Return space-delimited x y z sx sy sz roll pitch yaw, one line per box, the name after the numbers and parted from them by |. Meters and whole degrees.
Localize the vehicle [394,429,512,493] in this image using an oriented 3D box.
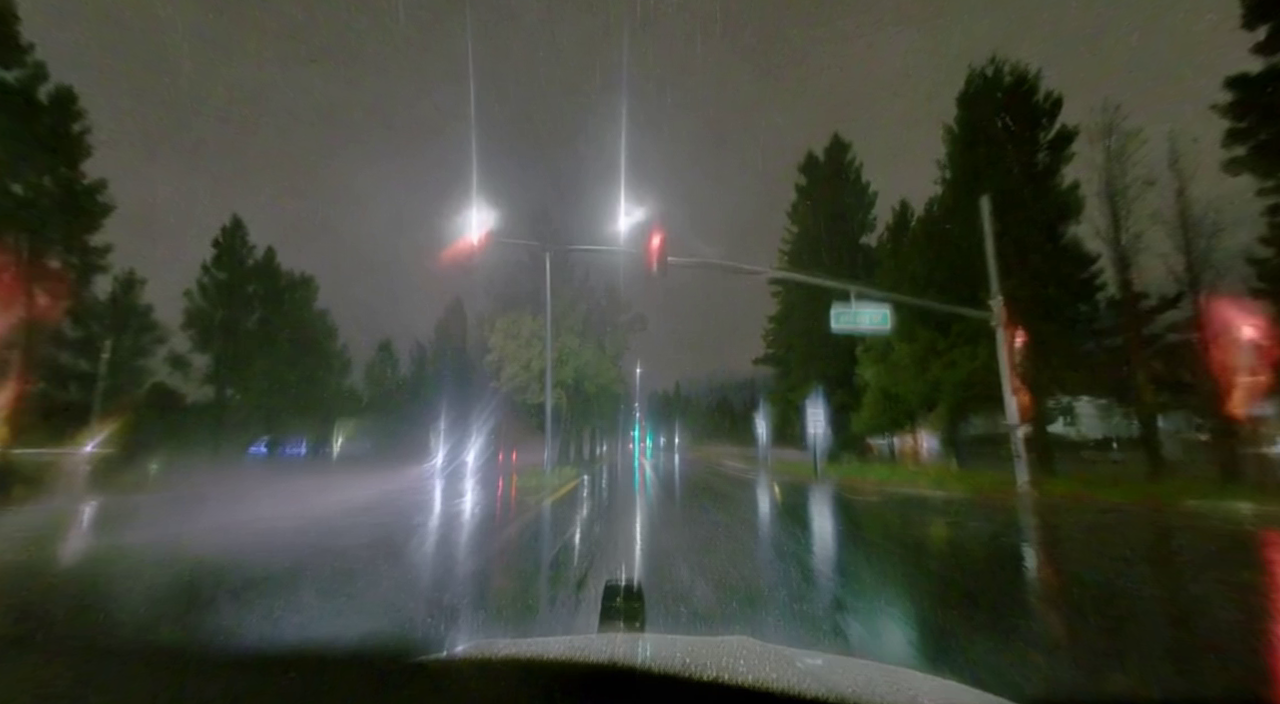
-6.060 3.637 21.488 2.084 1.823 6.226 0 -8 0 | vehicle

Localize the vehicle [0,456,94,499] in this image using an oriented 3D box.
-27.206 5.465 27.604 4.804 1.685 1.996 0 -8 0 | vehicle

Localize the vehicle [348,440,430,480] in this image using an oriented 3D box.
-12.222 5.268 31.126 2.208 1.821 4.552 0 -8 -1 | vehicle

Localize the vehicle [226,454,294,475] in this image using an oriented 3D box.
-27.557 8.184 45.859 3.754 1.437 1.747 0 -8 -1 | vehicle
